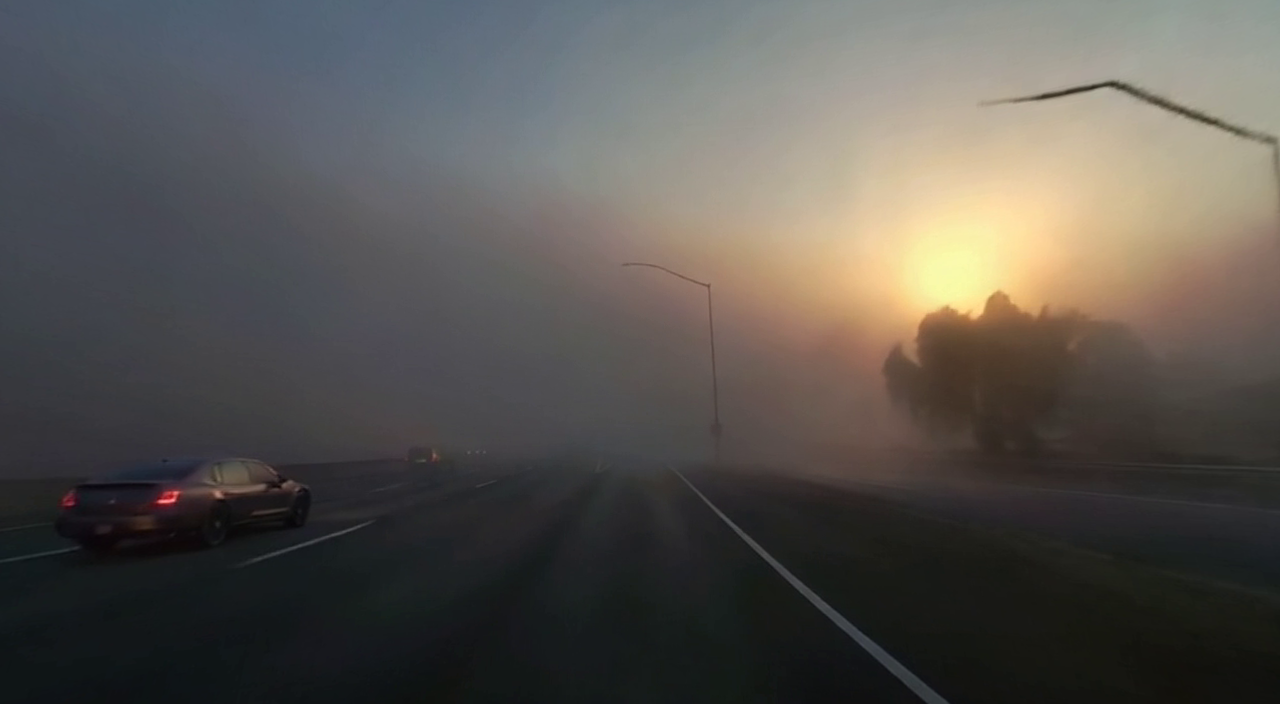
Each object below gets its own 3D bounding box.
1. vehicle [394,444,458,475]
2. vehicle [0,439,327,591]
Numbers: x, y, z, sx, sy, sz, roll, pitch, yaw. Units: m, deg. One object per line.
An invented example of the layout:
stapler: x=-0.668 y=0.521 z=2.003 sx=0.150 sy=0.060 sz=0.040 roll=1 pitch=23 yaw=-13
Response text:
vehicle: x=-12.280 y=6.169 z=36.602 sx=2.126 sy=1.671 sz=5.173 roll=0 pitch=-9 yaw=-3
vehicle: x=-6.393 y=1.978 z=8.691 sx=1.940 sy=1.479 sz=4.777 roll=0 pitch=-9 yaw=-3
